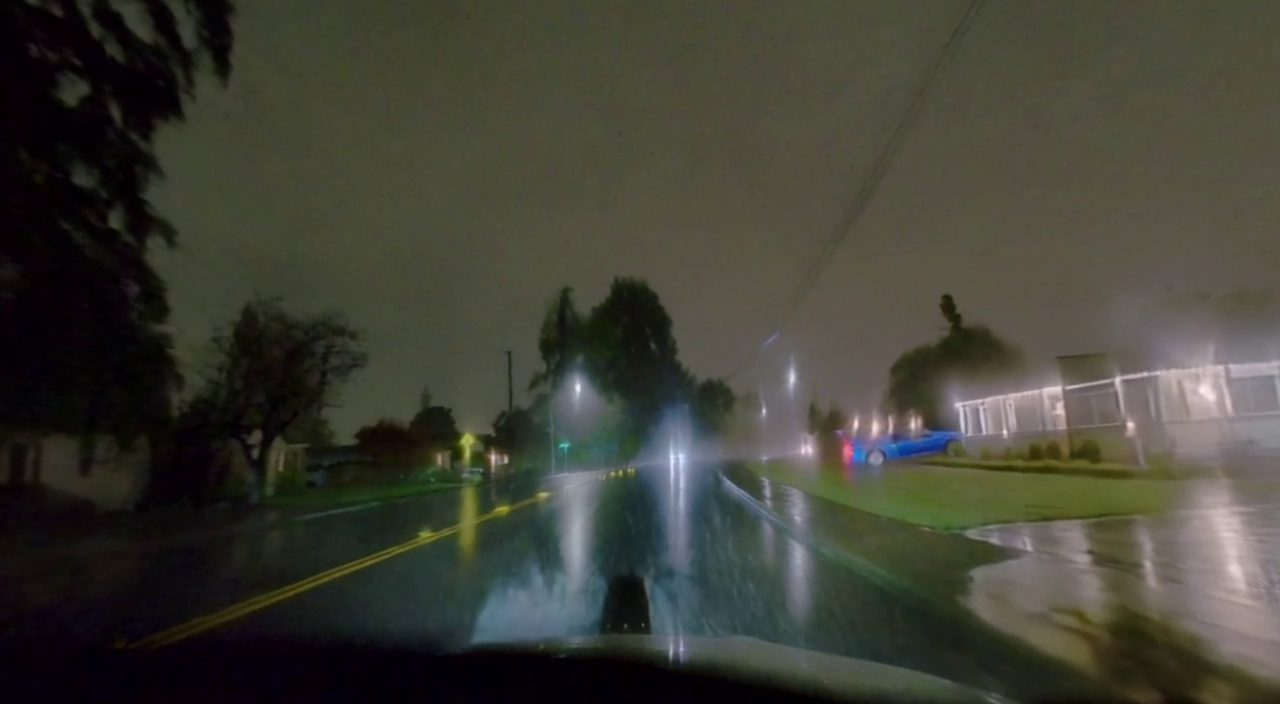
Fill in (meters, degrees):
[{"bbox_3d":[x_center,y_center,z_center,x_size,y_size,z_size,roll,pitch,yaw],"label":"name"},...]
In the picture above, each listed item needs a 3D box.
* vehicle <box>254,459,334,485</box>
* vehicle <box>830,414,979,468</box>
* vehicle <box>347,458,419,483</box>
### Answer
[{"bbox_3d":[-24.822,8.646,45.293,4.751,1.489,2.052,-5,-9,8],"label":"vehicle"},{"bbox_3d":[11.824,4.095,28.630,5.704,1.788,2.095,-7,-11,9],"label":"vehicle"},{"bbox_3d":[-18.052,8.341,44.367,4.270,1.481,1.972,-4,-9,10],"label":"vehicle"}]
